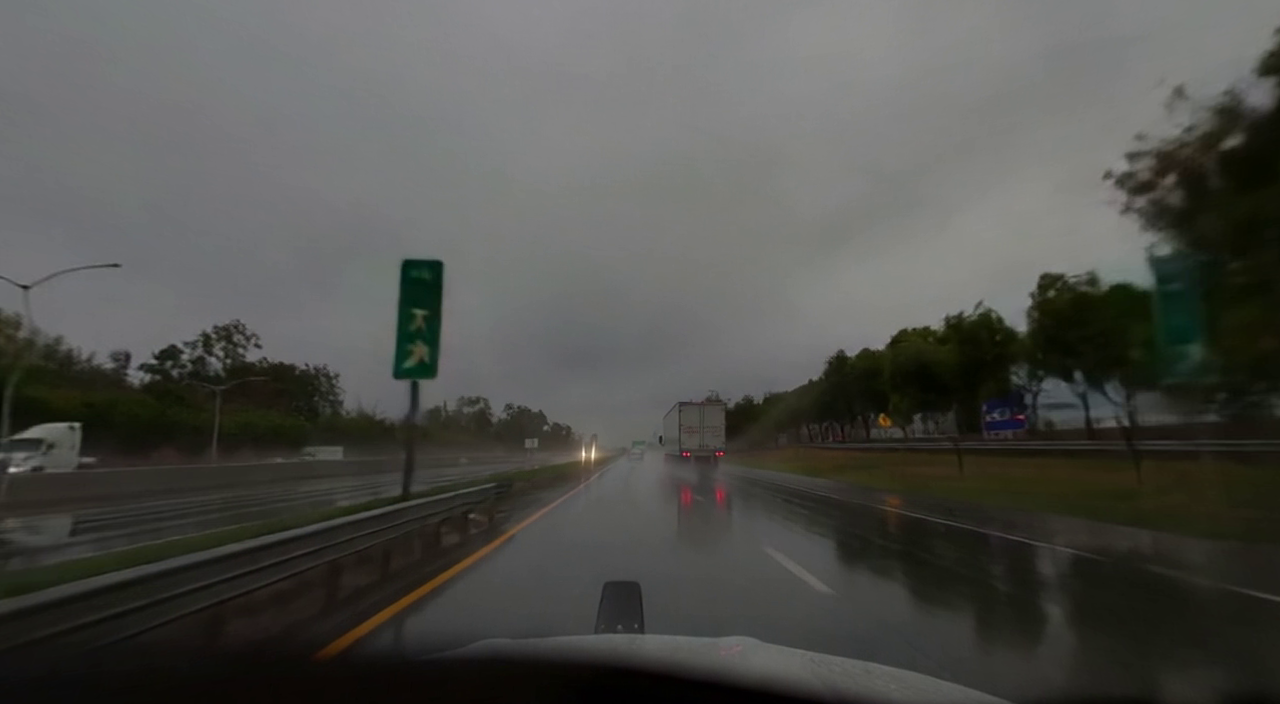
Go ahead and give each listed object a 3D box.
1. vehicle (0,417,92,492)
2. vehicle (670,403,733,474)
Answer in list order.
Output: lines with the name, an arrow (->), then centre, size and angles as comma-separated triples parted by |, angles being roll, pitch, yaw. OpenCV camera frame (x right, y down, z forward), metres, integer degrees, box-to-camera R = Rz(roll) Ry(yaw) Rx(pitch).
vehicle -> -28.416, 4.693, 28.589 | 2.809, 2.981, 7.530 | 3, -10, -23
vehicle -> 3.946, 6.110, 43.779 | 3.185, 4.154, 12.638 | 0, -9, 0
